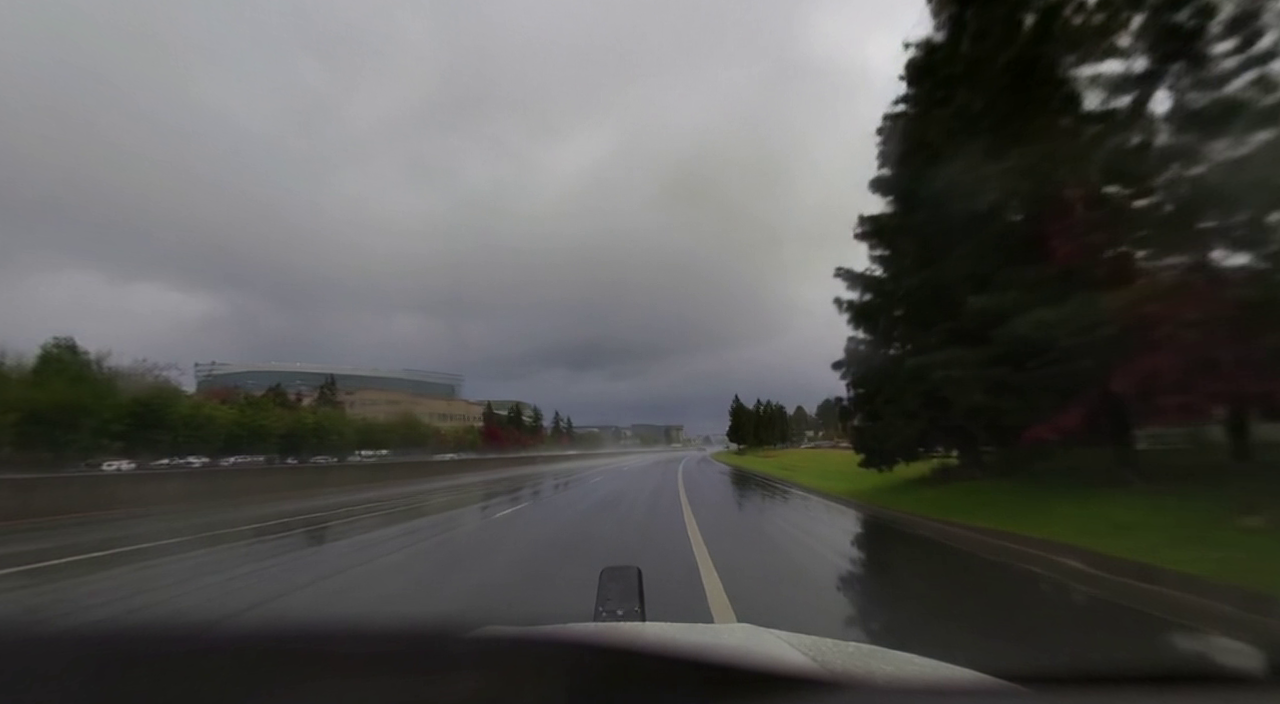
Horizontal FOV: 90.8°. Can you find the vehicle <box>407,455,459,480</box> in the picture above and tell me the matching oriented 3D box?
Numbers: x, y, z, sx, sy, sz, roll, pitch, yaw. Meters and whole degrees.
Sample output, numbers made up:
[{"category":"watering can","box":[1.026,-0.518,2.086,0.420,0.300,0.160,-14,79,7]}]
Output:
[{"category":"vehicle","box":[-12.791,7.160,39.207,1.748,1.438,3.656,-1,-9,4]}]
